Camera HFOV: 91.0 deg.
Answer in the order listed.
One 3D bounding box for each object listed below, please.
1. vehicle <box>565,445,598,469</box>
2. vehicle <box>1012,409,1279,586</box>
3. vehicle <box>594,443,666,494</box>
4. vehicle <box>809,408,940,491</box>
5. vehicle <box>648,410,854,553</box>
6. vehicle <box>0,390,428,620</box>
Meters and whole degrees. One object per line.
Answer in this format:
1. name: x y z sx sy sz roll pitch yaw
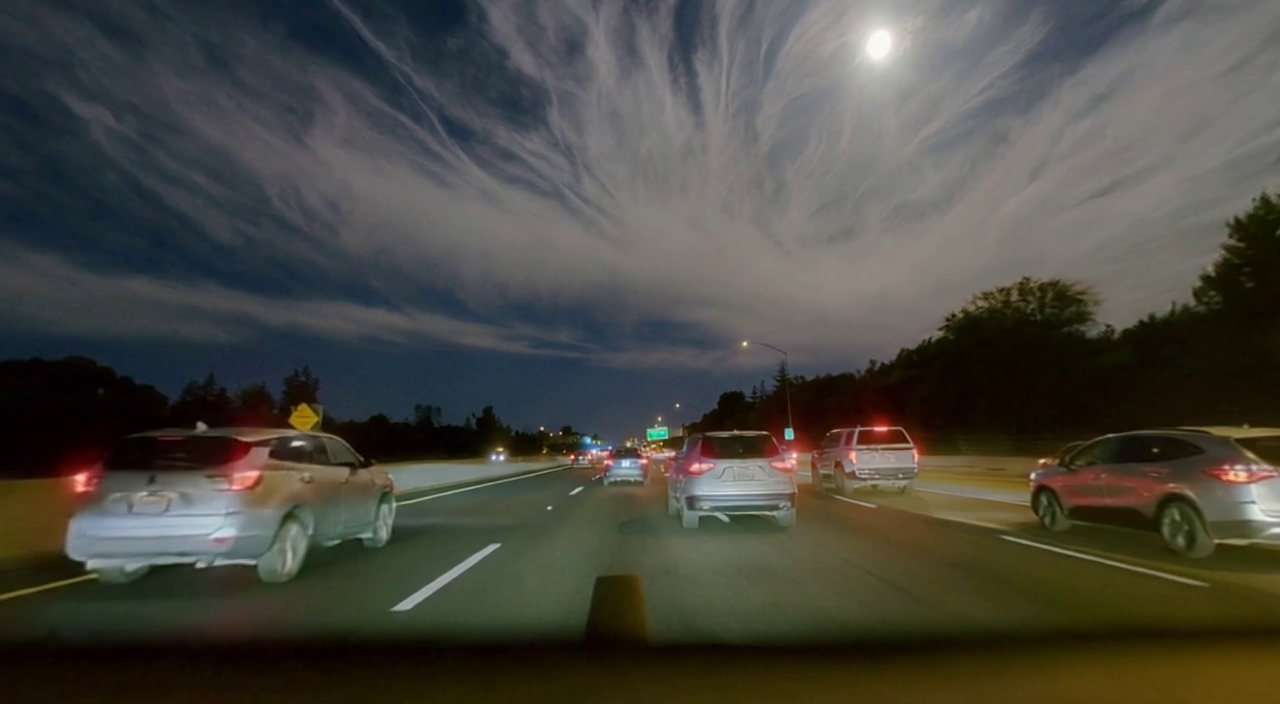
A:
1. vehicle: -4.175 7.562 45.390 1.889 1.600 4.043 0 -9 1
2. vehicle: 6.982 1.655 7.790 1.972 1.647 4.429 0 -9 -1
3. vehicle: -0.277 3.834 21.045 2.157 1.495 4.038 0 -9 1
4. vehicle: 7.840 3.380 21.925 2.390 2.503 5.788 0 -9 1
5. vehicle: 1.399 1.909 9.837 2.230 1.740 3.976 1 -9 -4
6. vehicle: -4.285 1.525 7.217 2.047 1.755 4.638 0 -9 0
